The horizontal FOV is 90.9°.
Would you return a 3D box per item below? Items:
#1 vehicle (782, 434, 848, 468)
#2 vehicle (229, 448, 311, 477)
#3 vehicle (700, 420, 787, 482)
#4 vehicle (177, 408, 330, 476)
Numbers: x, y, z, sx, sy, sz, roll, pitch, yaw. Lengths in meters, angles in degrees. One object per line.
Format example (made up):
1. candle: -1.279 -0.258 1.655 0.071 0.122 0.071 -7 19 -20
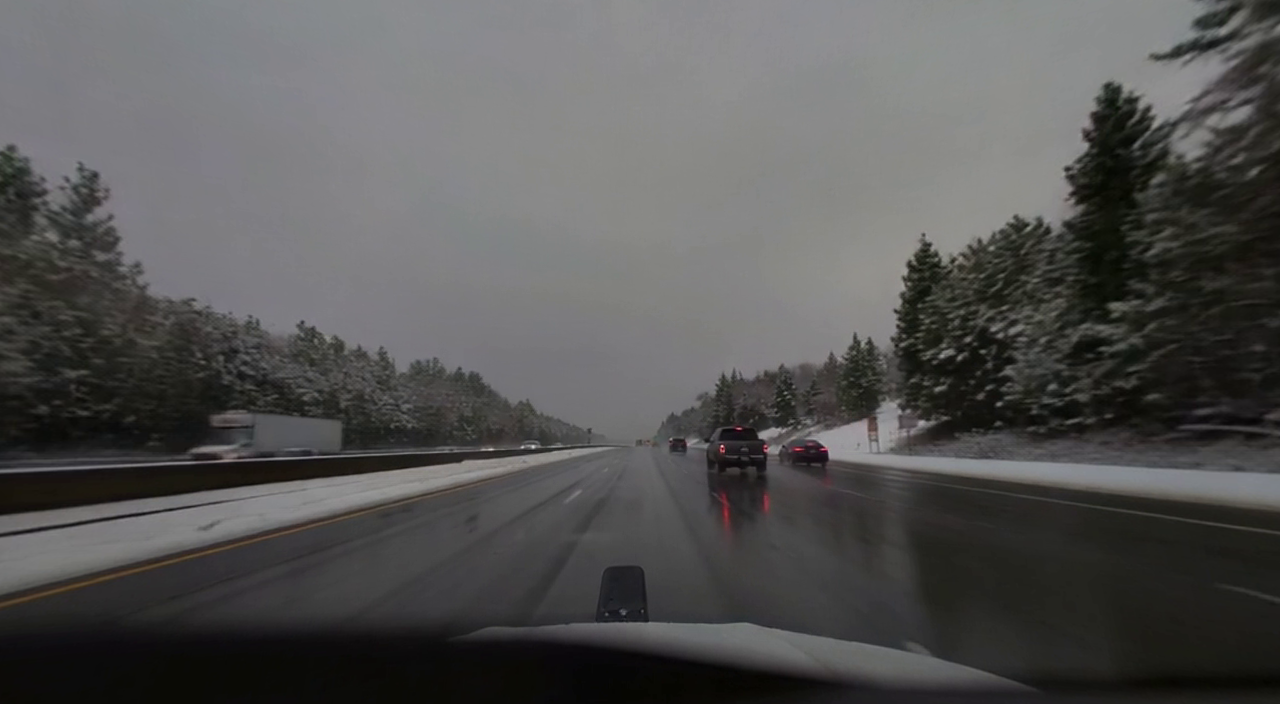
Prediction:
1. vehicle: 9.240 5.255 33.675 2.045 1.658 4.598 0 -8 -2
2. vehicle: -20.855 6.208 35.791 1.912 1.449 4.574 0 -8 0
3. vehicle: 3.599 3.603 23.168 2.218 1.964 5.662 0 -8 0
4. vehicle: -24.824 5.941 41.655 2.979 3.823 11.123 0 -8 0
